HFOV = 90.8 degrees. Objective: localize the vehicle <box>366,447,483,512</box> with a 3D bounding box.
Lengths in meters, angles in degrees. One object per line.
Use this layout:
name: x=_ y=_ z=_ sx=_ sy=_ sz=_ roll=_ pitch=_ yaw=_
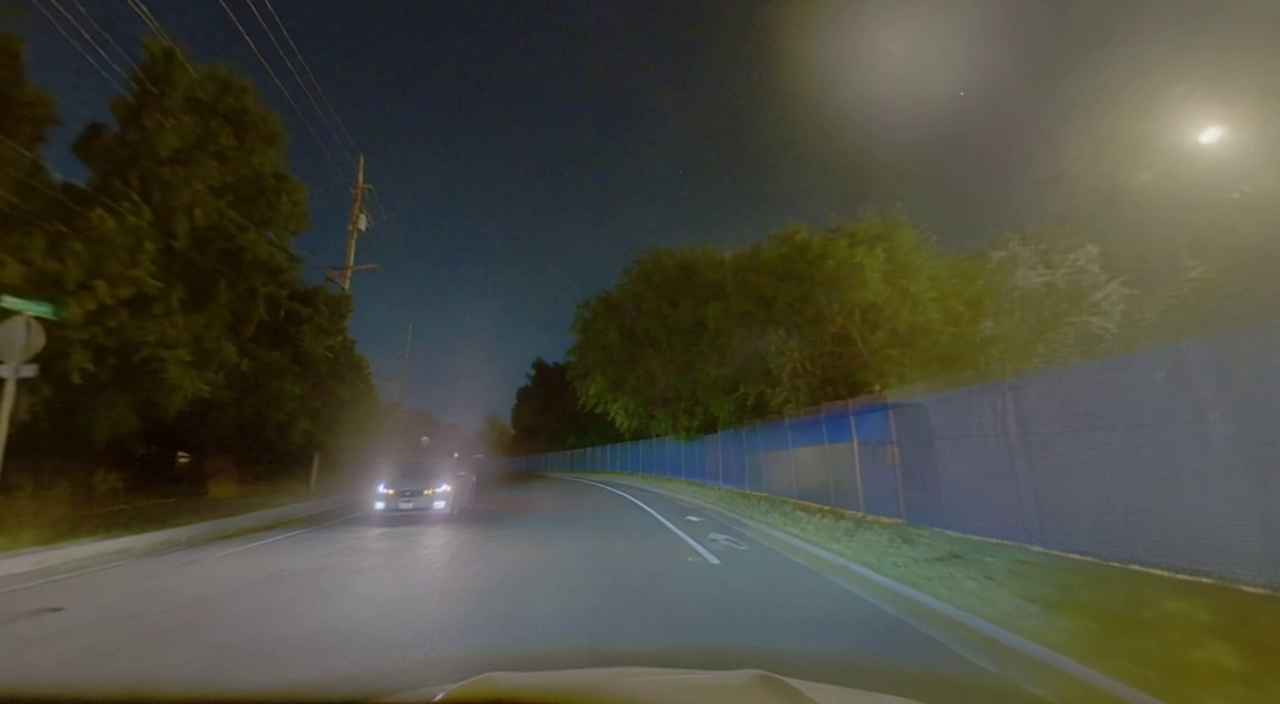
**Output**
vehicle: x=-5.609 y=3.341 z=17.109 sx=2.034 sy=1.479 sz=4.521 roll=1 pitch=-9 yaw=-7
